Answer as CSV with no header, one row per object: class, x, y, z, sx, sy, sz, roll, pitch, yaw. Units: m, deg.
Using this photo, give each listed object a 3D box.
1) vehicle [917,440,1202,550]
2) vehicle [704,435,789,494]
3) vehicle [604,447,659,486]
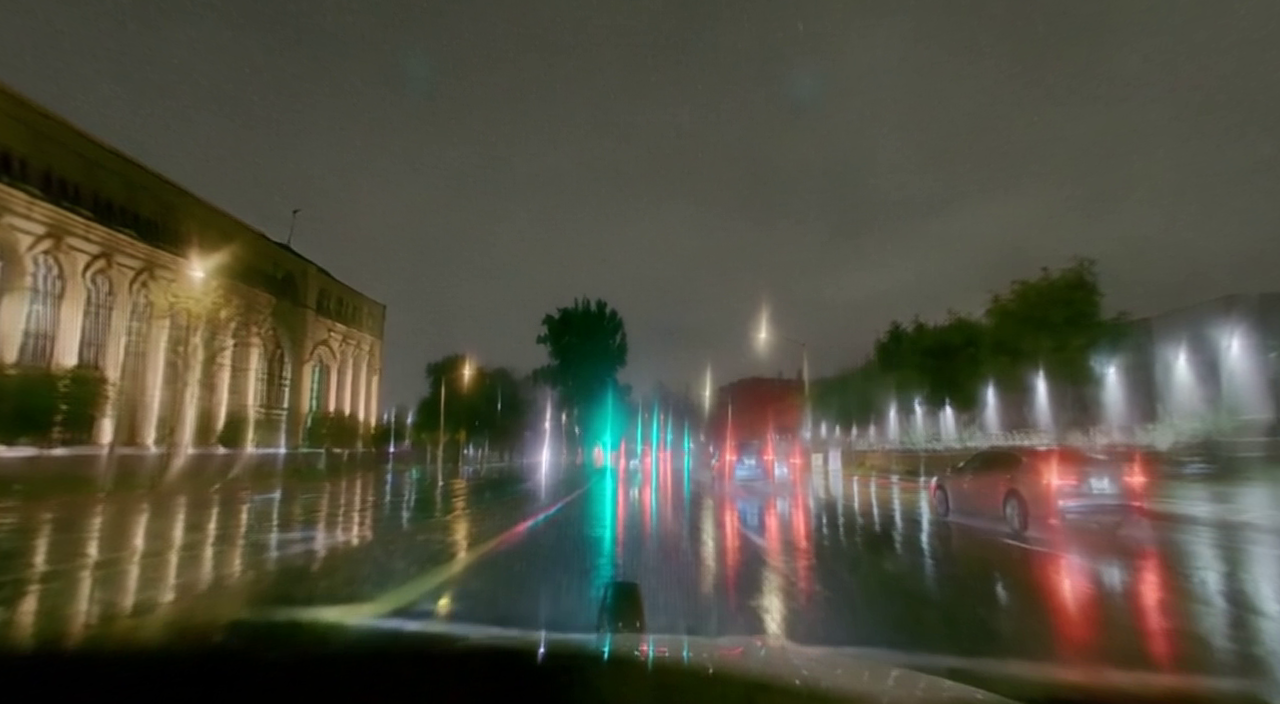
vehicle,6.705,2.279,10.841,1.868,1.472,4.274,0,-9,-1
vehicle,3.466,3.757,21.420,2.036,1.757,4.300,0,-9,-1
vehicle,-0.348,4.617,25.921,2.054,1.446,3.969,0,-9,-1
